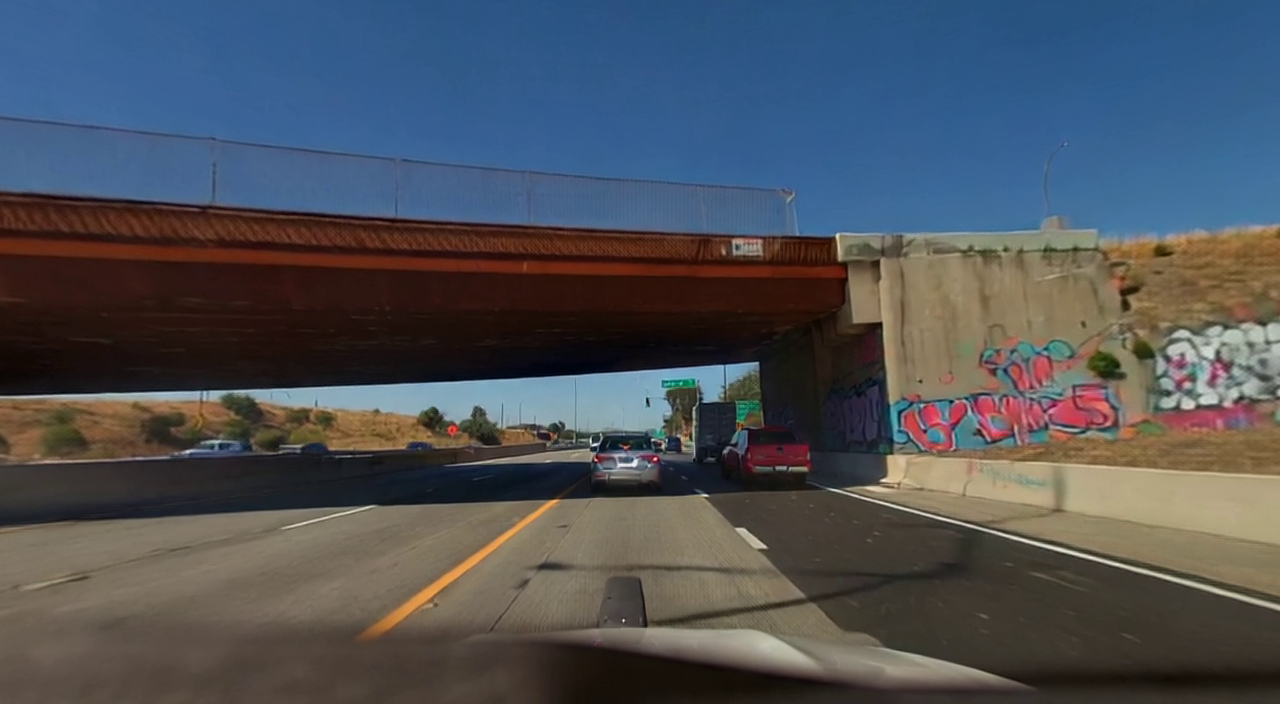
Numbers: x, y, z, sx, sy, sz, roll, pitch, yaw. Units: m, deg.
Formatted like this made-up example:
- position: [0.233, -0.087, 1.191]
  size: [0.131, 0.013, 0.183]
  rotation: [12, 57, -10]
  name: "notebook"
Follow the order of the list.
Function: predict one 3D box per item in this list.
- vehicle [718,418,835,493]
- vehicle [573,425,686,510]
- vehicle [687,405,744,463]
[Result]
- position: [3.880, 3.109, 19.288]
  size: [2.311, 1.922, 5.977]
  rotation: [0, -8, 1]
  name: "vehicle"
- position: [-0.183, 2.543, 14.307]
  size: [2.193, 1.651, 3.946]
  rotation: [0, -8, 1]
  name: "vehicle"
- position: [4.702, 5.346, 40.727]
  size: [2.873, 3.408, 7.323]
  rotation: [0, -8, 1]
  name: "vehicle"
